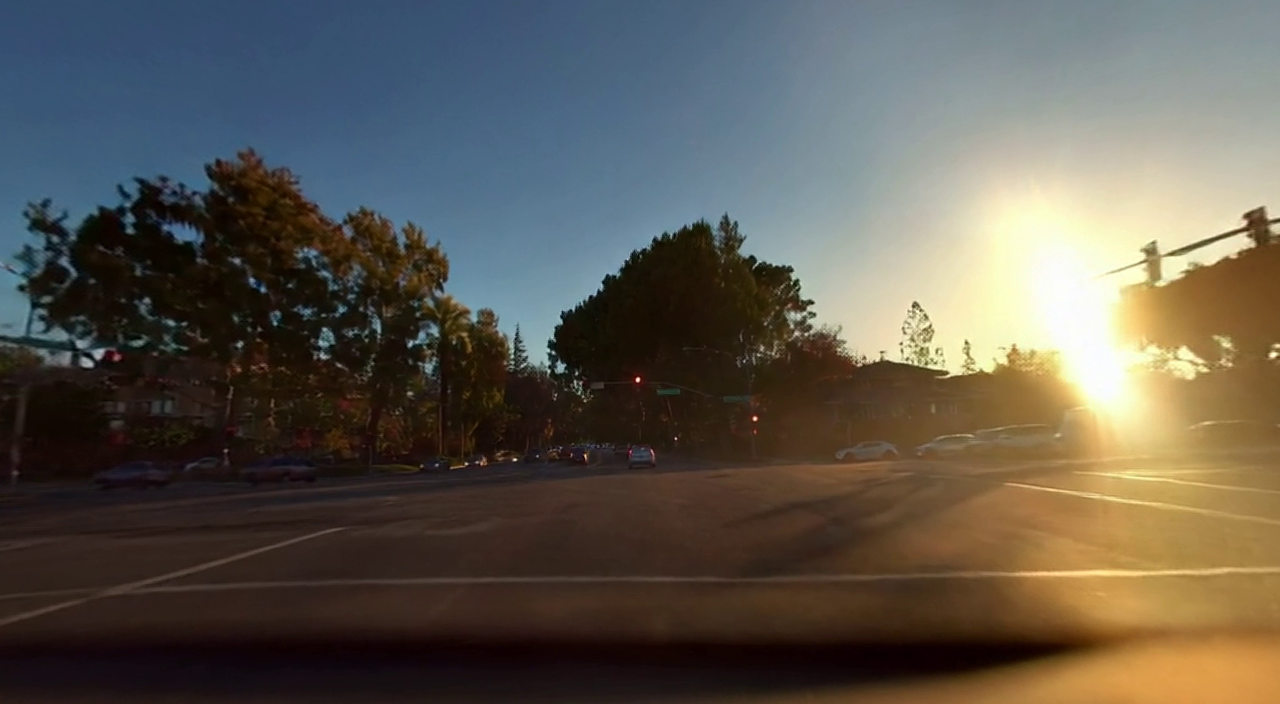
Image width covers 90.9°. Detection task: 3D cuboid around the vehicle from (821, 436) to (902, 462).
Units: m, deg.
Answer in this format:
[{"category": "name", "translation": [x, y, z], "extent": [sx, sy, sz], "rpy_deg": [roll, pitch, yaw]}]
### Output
[{"category": "vehicle", "translation": [15.088, 6.651, 43.196], "extent": [4.732, 1.713, 2.257], "rpy_deg": [-1, -9, 3]}]

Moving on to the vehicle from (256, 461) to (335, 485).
[{"category": "vehicle", "translation": [-24.386, 8.555, 44.765], "extent": [2.024, 1.511, 4.403], "rpy_deg": [-8, -11, 41]}]

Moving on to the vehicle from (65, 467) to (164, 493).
[{"category": "vehicle", "translation": [-34.084, 8.302, 41.001], "extent": [4.413, 1.487, 1.915], "rpy_deg": [2, -9, -15]}]

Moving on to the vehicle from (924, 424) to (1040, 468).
[{"category": "vehicle", "translation": [17.426, 4.797, 32.311], "extent": [4.554, 1.704, 2.121], "rpy_deg": [-6, -8, 1]}]

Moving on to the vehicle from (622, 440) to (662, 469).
[{"category": "vehicle", "translation": [0.125, 6.535, 40.342], "extent": [2.437, 1.737, 4.420], "rpy_deg": [0, -9, 0]}]

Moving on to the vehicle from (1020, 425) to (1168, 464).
[{"category": "vehicle", "translation": [18.468, 3.787, 25.794], "extent": [4.474, 1.482, 1.937], "rpy_deg": [0, -9, 1]}]

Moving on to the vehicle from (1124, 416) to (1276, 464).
[{"category": "vehicle", "translation": [25.261, 3.985, 28.566], "extent": [4.897, 1.637, 1.895], "rpy_deg": [-5, -8, 1]}]
